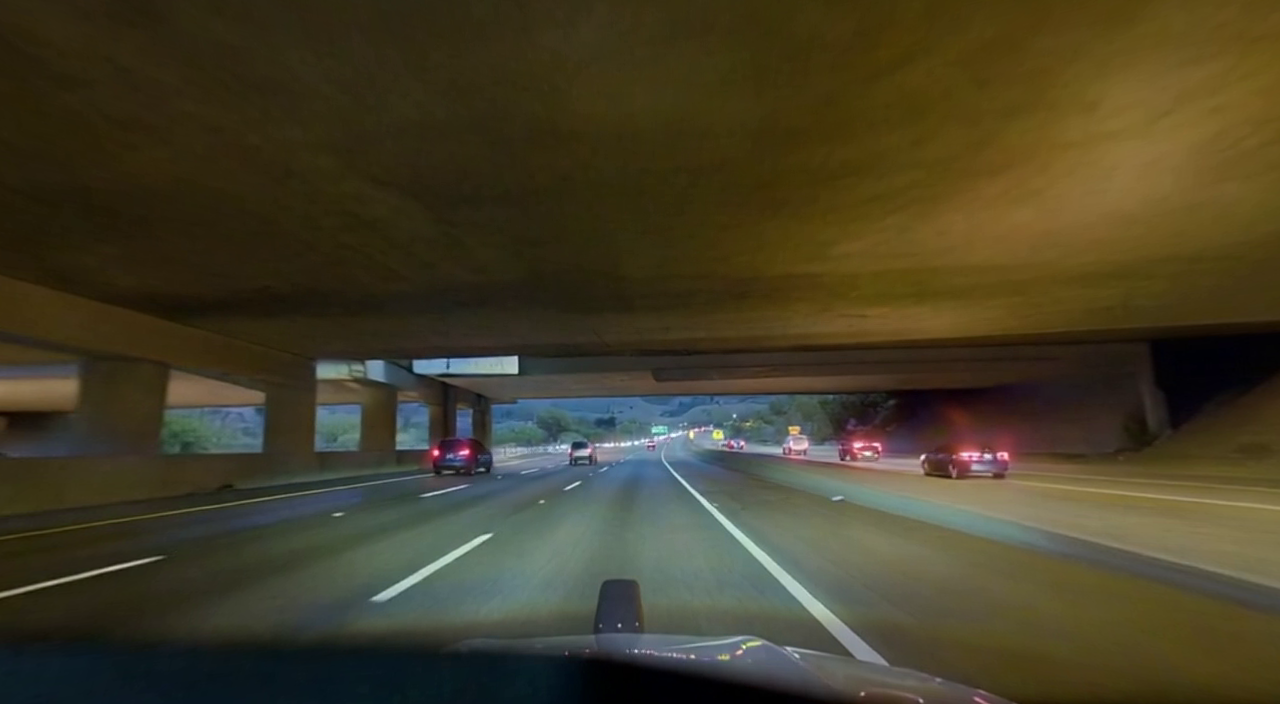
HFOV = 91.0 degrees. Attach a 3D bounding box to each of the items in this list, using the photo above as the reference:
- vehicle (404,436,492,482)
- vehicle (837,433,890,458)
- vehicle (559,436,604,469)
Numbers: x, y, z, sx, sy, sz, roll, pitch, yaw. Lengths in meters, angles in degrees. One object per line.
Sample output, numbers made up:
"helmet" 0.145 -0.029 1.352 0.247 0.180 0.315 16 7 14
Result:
"vehicle" -7.779 4.386 26.015 2.092 1.712 4.627 0 -8 1
"vehicle" 14.590 6.143 41.321 1.896 1.518 4.417 0 -8 1
"vehicle" -3.445 6.034 38.105 2.144 1.847 4.850 0 -8 1
